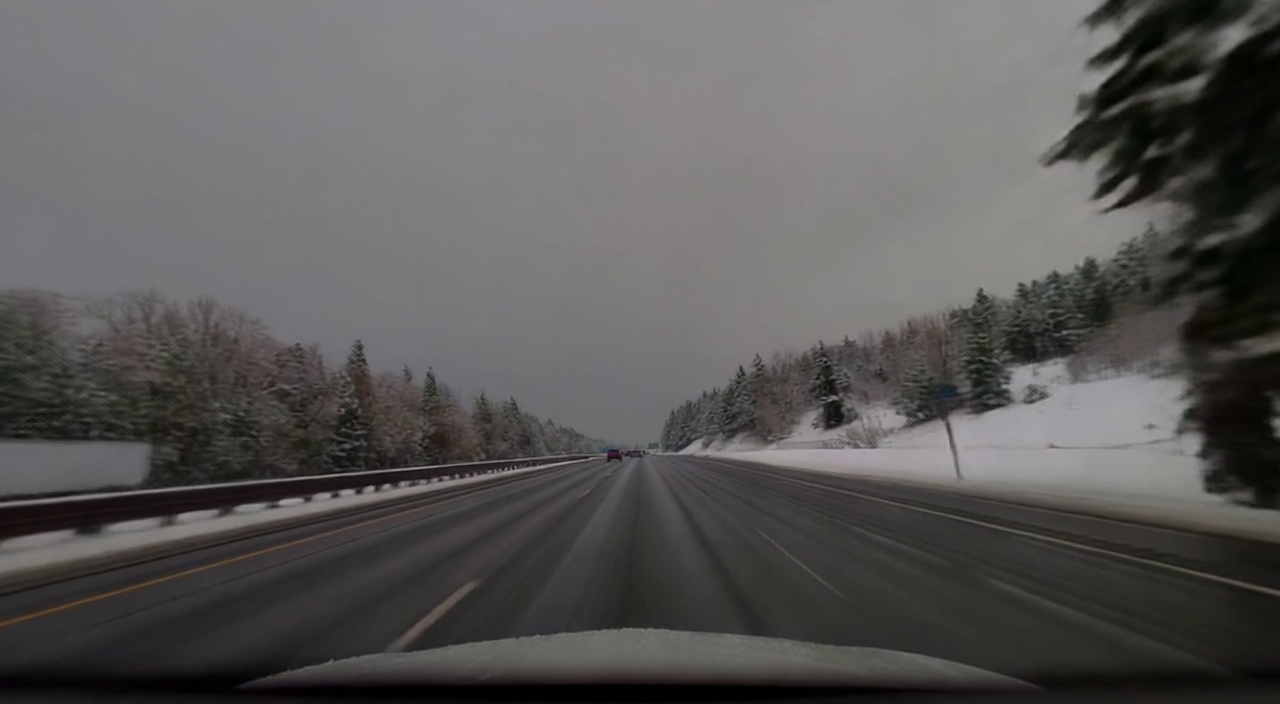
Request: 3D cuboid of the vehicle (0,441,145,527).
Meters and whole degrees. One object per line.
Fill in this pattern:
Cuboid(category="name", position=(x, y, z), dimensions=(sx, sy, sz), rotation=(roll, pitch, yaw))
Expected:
Cuboid(category="vehicle", position=(-28.504, 5.876, 28.617), dimensions=(2.963, 3.633, 11.062), rotation=(0, -8, 1))
